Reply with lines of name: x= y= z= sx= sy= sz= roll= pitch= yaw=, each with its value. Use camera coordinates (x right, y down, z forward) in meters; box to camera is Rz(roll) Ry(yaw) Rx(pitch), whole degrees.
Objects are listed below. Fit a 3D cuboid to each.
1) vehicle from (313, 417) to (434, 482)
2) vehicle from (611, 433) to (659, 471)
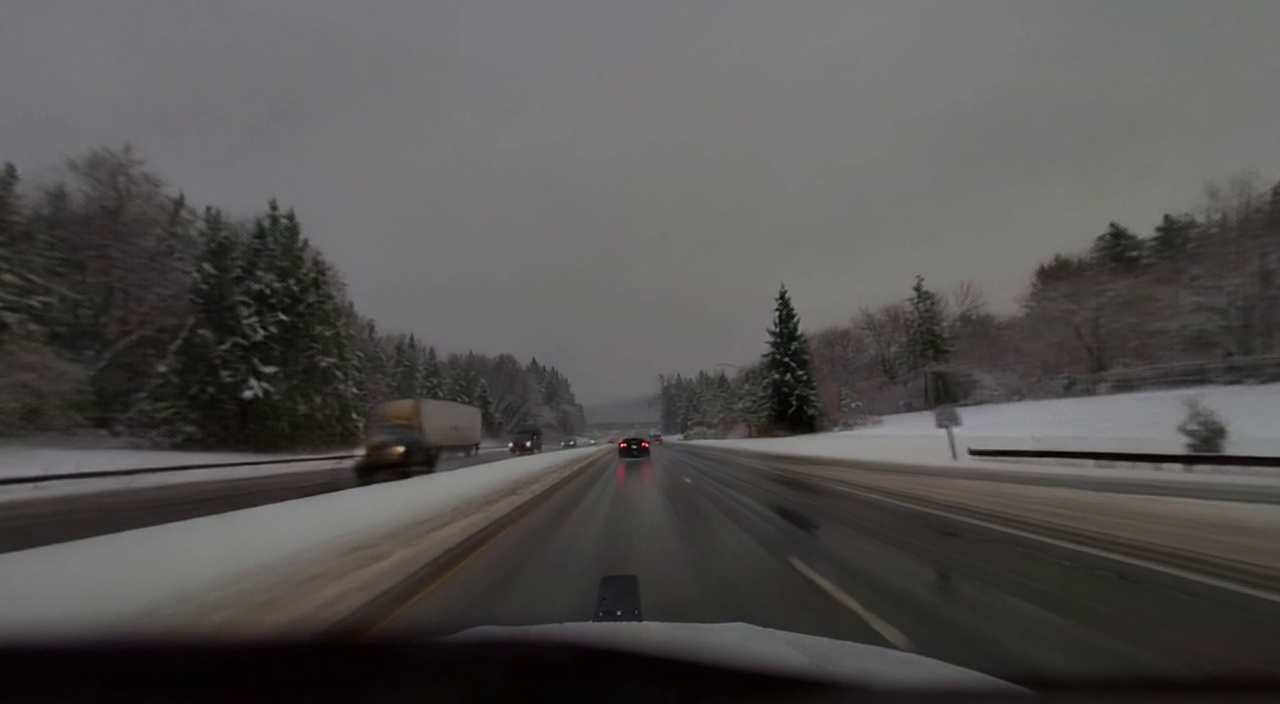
vehicle: x=-9.341 y=3.450 z=22.637 sx=2.141 sy=2.026 sz=5.060 roll=0 pitch=-8 yaw=0
vehicle: x=-0.252 y=4.152 z=26.481 sx=1.897 sy=1.479 sz=3.724 roll=0 pitch=-8 yaw=-2
